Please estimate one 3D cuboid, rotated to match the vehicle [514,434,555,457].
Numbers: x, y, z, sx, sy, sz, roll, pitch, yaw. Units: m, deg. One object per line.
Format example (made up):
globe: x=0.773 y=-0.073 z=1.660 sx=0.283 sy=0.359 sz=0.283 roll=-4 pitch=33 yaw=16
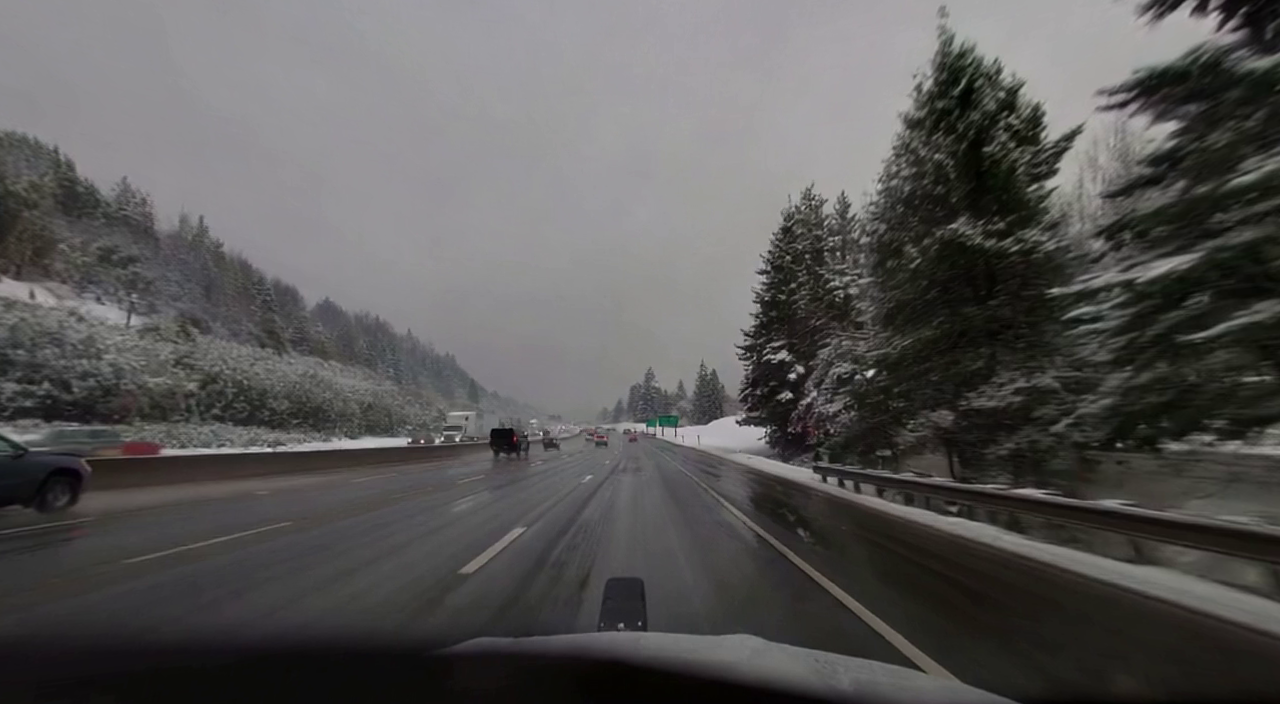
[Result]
vehicle: x=-7.338 y=6.534 z=43.966 sx=2.113 sy=1.507 sz=4.450 roll=0 pitch=-8 yaw=0
